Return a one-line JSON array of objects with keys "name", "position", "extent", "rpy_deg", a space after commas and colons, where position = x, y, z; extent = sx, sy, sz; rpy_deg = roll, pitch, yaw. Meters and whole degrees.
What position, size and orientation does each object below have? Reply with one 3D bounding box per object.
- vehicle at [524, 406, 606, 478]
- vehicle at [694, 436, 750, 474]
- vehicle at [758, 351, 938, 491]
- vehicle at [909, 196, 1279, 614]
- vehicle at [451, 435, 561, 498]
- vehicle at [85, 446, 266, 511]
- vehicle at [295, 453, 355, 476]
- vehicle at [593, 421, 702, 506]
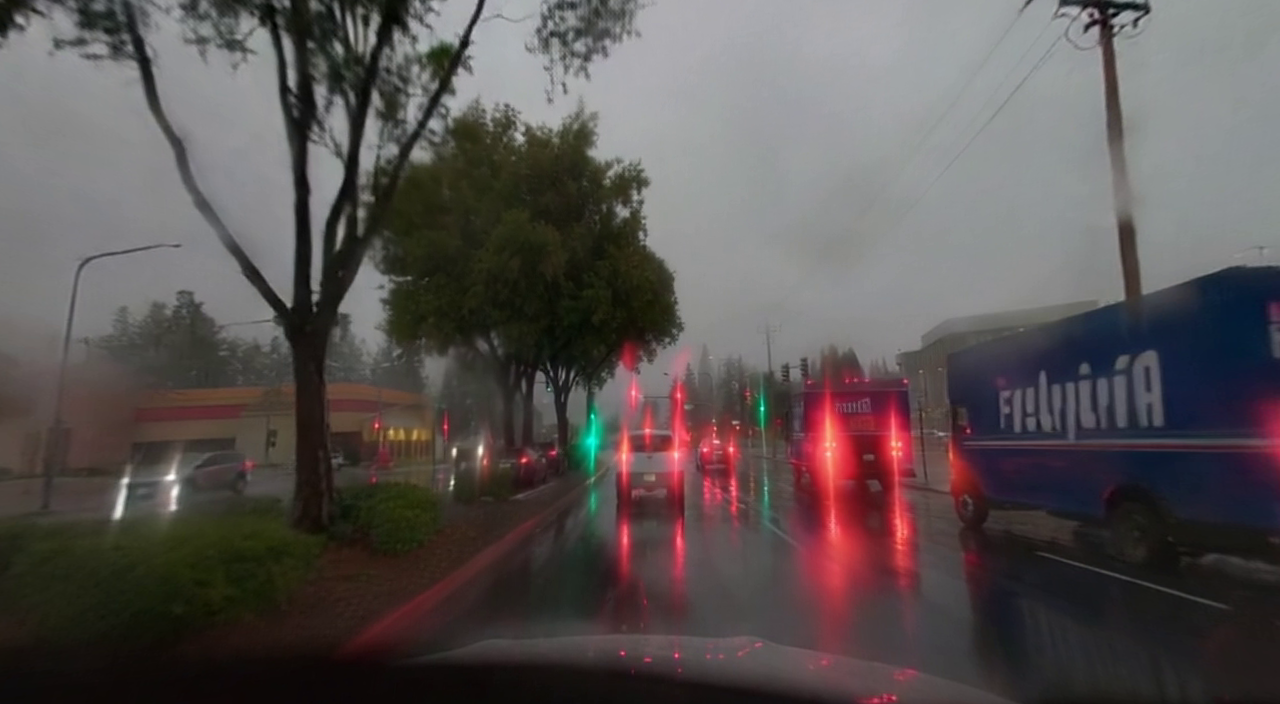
[{"name": "vehicle", "position": [-3.140, 4.069, 28.409], "extent": [2.715, 2.791, 7.171], "rpy_deg": [0, -8, 1]}, {"name": "vehicle", "position": [3.607, 4.616, 28.505], "extent": [2.075, 1.540, 4.411], "rpy_deg": [-1, -8, 2]}, {"name": "vehicle", "position": [6.834, 2.712, 23.021], "extent": [2.816, 3.804, 10.315], "rpy_deg": [-3, -9, 0]}, {"name": "vehicle", "position": [6.681, 0.876, 8.194], "extent": [2.891, 3.361, 7.843], "rpy_deg": [0, -8, 0]}, {"name": "vehicle", "position": [-3.476, 3.069, 17.333], "extent": [2.008, 1.500, 4.369], "rpy_deg": [0, -8, 1]}, {"name": "vehicle", "position": [-13.272, 3.586, 18.462], "extent": [1.928, 1.497, 4.446], "rpy_deg": [0, -7, 0]}, {"name": "vehicle", "position": [-22.413, 7.991, 45.098], "extent": [1.824, 1.470, 4.486], "rpy_deg": [-1, -8, 2]}, {"name": "vehicle", "position": [0.183, 2.563, 14.864], "extent": [2.209, 1.718, 4.008], "rpy_deg": [0, -8, 1]}]
